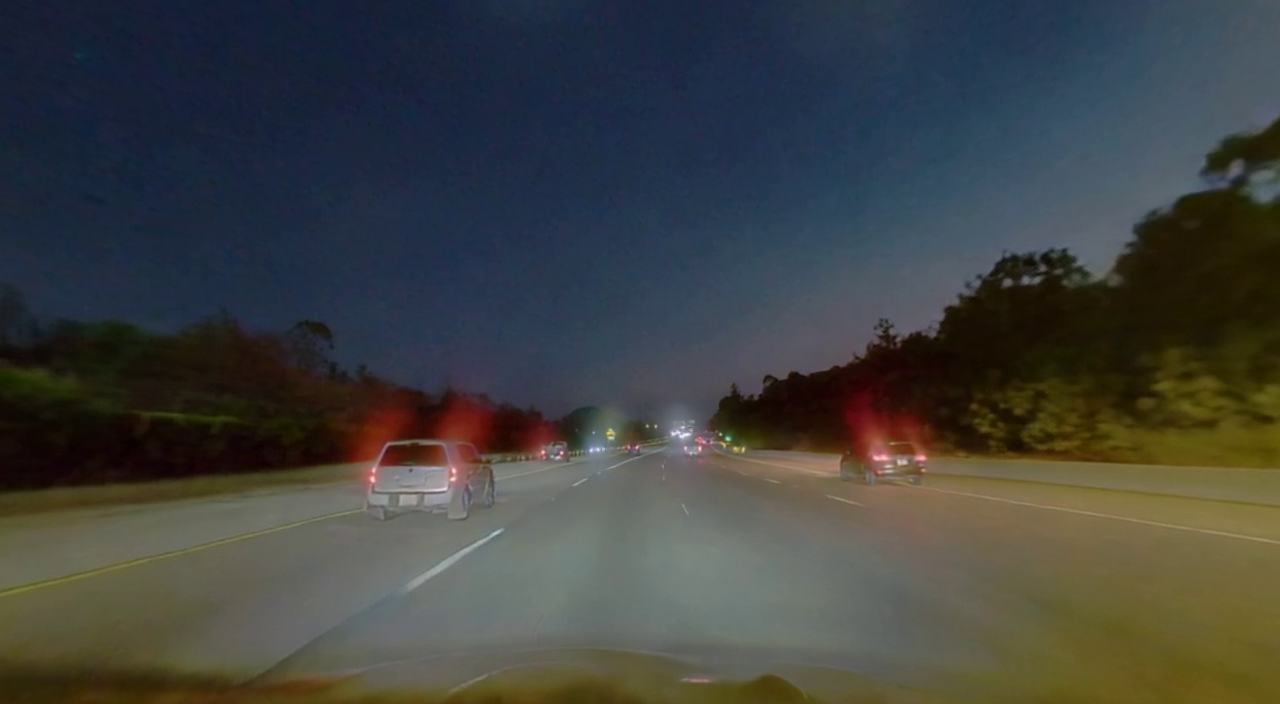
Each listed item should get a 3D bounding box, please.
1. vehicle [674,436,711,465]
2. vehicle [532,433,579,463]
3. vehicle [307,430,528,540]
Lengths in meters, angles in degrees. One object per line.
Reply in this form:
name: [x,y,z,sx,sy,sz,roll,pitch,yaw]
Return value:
vehicle: [3.516,6.697,43.050,2.211,1.814,4.404,0,-8,1]
vehicle: [-6.063,7.018,46.214,2.383,2.048,5.875,-1,-8,3]
vehicle: [-3.454,2.153,10.964,2.192,1.482,4.454,0,-8,0]
